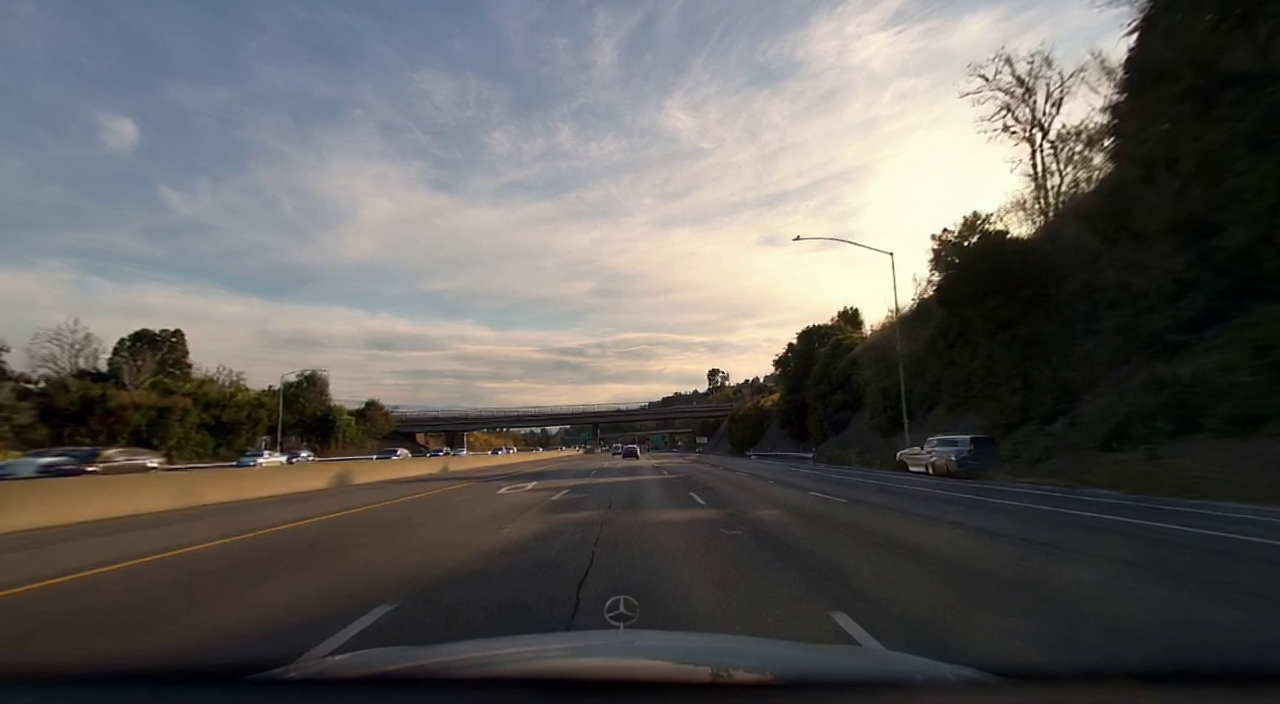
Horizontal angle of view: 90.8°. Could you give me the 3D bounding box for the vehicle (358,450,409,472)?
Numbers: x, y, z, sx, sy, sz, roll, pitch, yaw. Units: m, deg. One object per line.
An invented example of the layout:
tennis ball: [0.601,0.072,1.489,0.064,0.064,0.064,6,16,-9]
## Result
vehicle: [-18.658,7.890,46.140,1.871,1.497,4.589,0,-9,-1]

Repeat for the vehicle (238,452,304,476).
vehicle: [-25.600,7.779,44.027,2.024,1.547,4.451,0,-9,-2]

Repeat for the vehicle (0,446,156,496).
vehicle: [-22.096,4.597,24.948,1.936,1.735,5.067,0,-9,-1]

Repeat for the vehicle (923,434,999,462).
vehicle: [18.609,5.606,36.871,1.916,1.508,4.485,0,-9,-3]
